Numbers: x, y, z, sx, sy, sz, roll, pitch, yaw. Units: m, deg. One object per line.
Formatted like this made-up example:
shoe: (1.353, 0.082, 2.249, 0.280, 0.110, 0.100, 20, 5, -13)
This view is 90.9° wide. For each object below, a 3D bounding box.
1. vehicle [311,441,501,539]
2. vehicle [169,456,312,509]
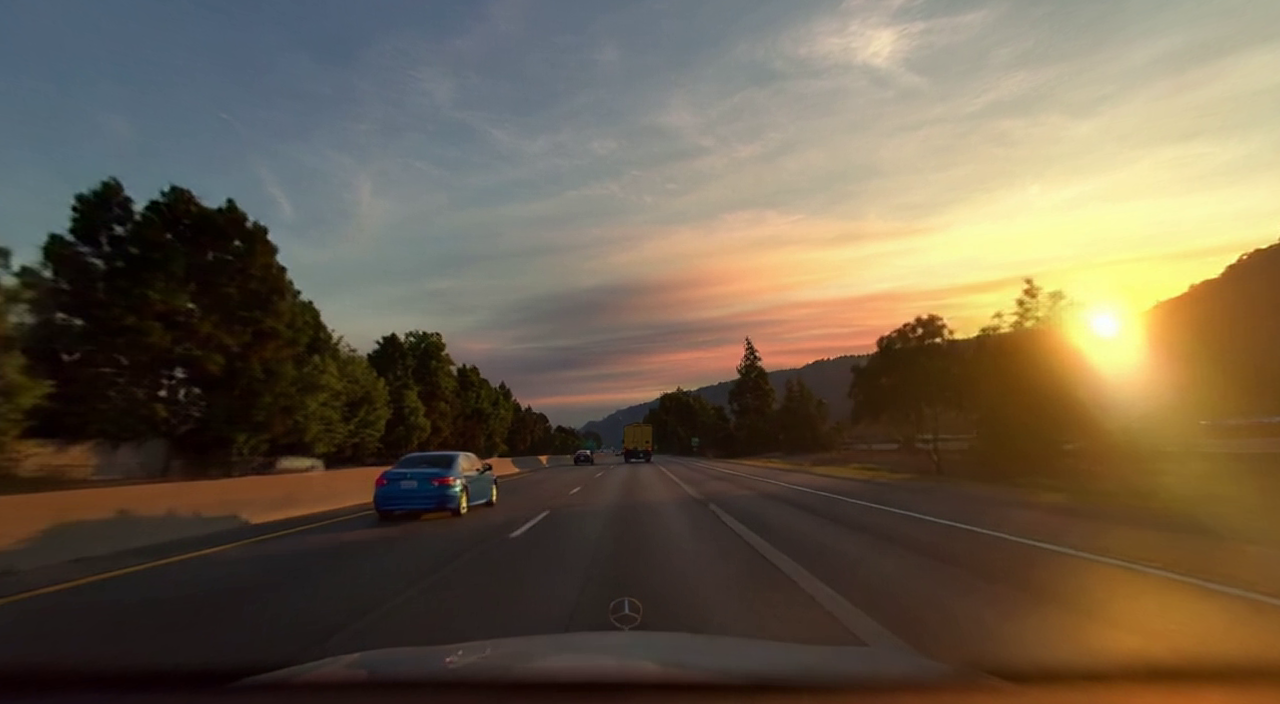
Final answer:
vehicle: (-4.160, 2.496, 12.132, 1.916, 1.506, 4.476, 0, -9, 0)
vehicle: (-13.192, 4.297, 21.187, 2.093, 1.561, 4.069, 0, -9, 0)
